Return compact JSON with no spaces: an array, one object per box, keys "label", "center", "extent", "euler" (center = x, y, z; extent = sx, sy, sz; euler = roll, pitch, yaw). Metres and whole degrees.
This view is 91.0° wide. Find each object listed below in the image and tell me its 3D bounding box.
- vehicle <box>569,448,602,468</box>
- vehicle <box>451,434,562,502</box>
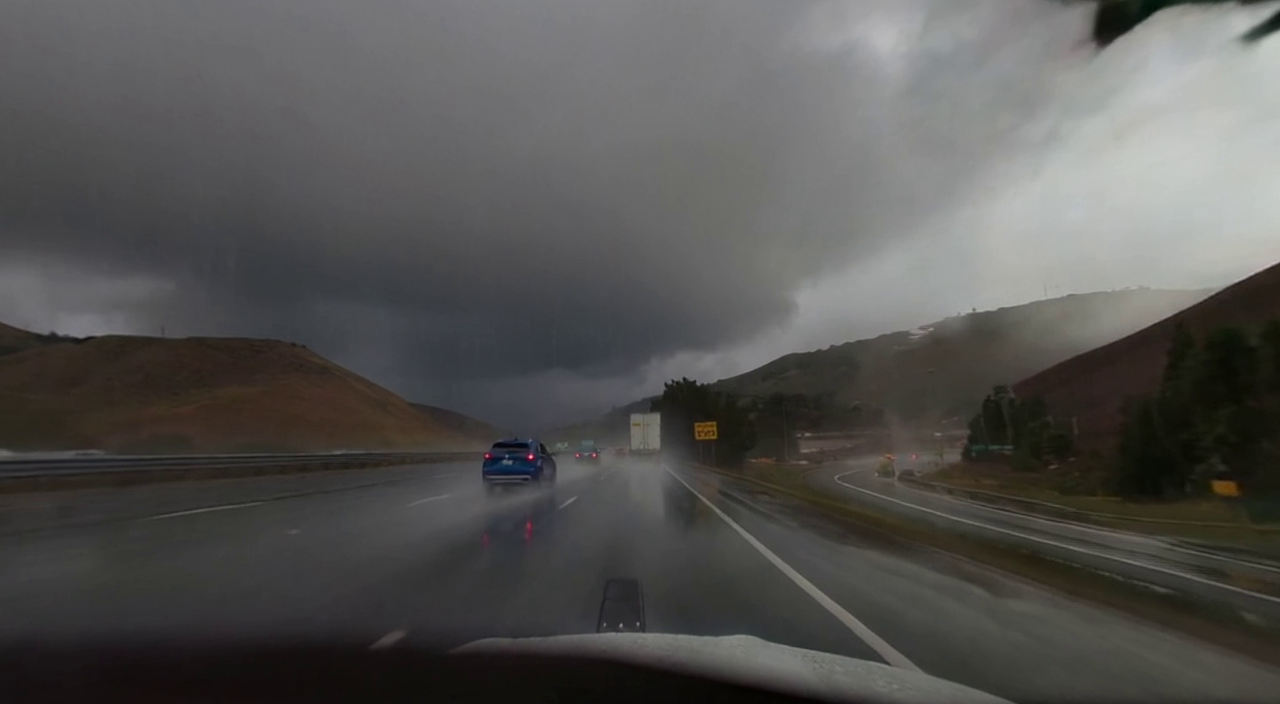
[{"label":"vehicle","center":[-4.184,8.214,49.105],"extent":[2.101,1.476,4.471],"euler":[0,-9,0]},{"label":"vehicle","center":[-3.759,3.377,18.735],"extent":[2.194,1.725,4.698],"euler":[0,-9,1]}]
